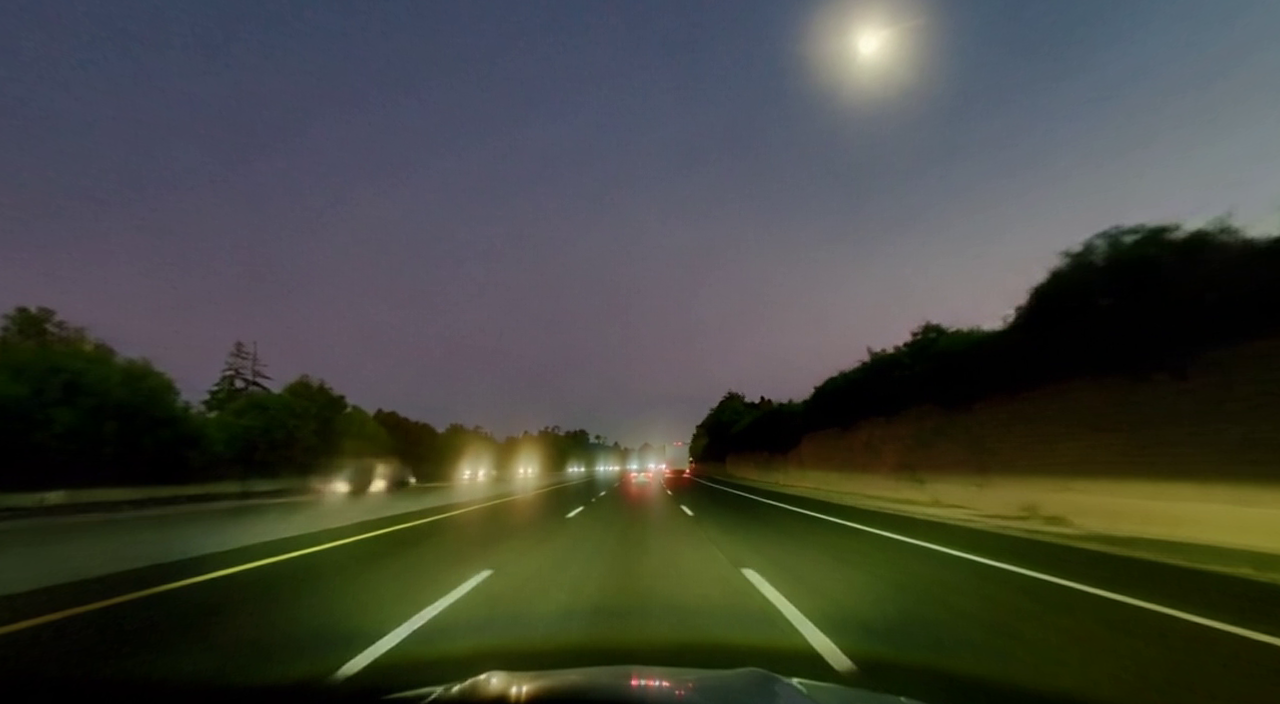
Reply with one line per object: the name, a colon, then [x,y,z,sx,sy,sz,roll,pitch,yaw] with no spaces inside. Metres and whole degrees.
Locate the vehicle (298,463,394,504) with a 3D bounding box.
vehicle: [-11.748,5.282,25.483,1.857,1.468,4.119,1,-10,0]

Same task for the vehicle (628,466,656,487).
vehicle: [0.151,9.414,47.761,2.015,1.478,3.920,1,-10,0]
